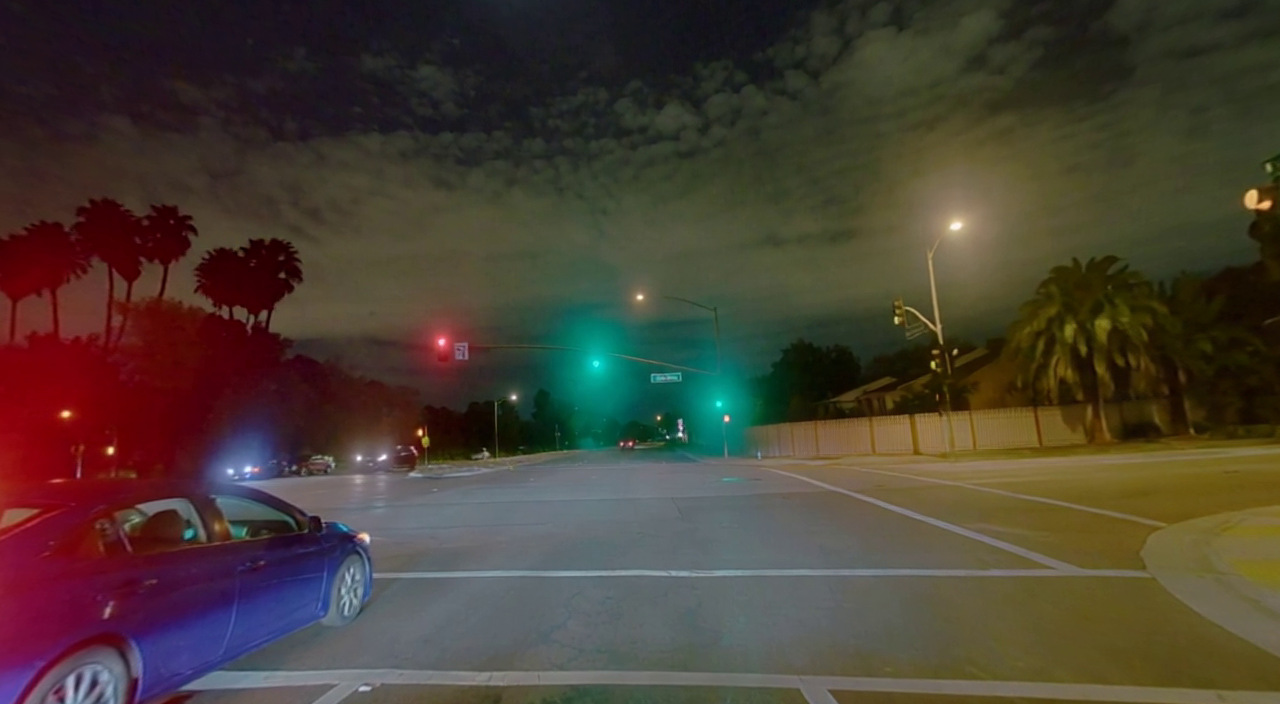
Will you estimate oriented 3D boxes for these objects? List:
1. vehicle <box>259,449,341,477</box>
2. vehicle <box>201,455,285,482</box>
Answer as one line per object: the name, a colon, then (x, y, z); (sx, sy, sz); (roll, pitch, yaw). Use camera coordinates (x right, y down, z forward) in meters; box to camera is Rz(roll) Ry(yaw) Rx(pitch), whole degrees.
vehicle: (-20.035, 6.522, 37.515); (2.084, 1.528, 4.778); (0, -9, 1)
vehicle: (-24.114, 7.065, 38.600); (2.019, 1.427, 4.630); (-1, -9, 2)
